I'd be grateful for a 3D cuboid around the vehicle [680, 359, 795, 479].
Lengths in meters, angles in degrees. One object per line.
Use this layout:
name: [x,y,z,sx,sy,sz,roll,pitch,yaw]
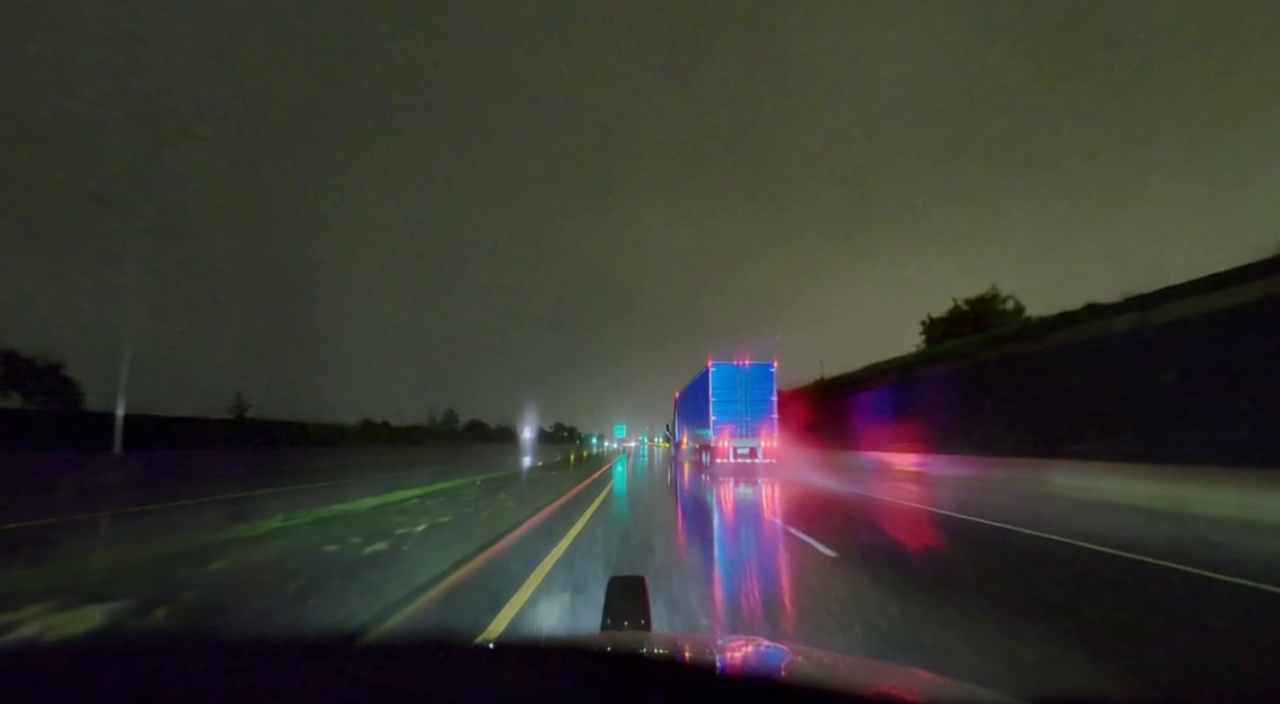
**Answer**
vehicle: [4.166,3.533,30.971,3.615,4.578,13.539,0,-8,1]
